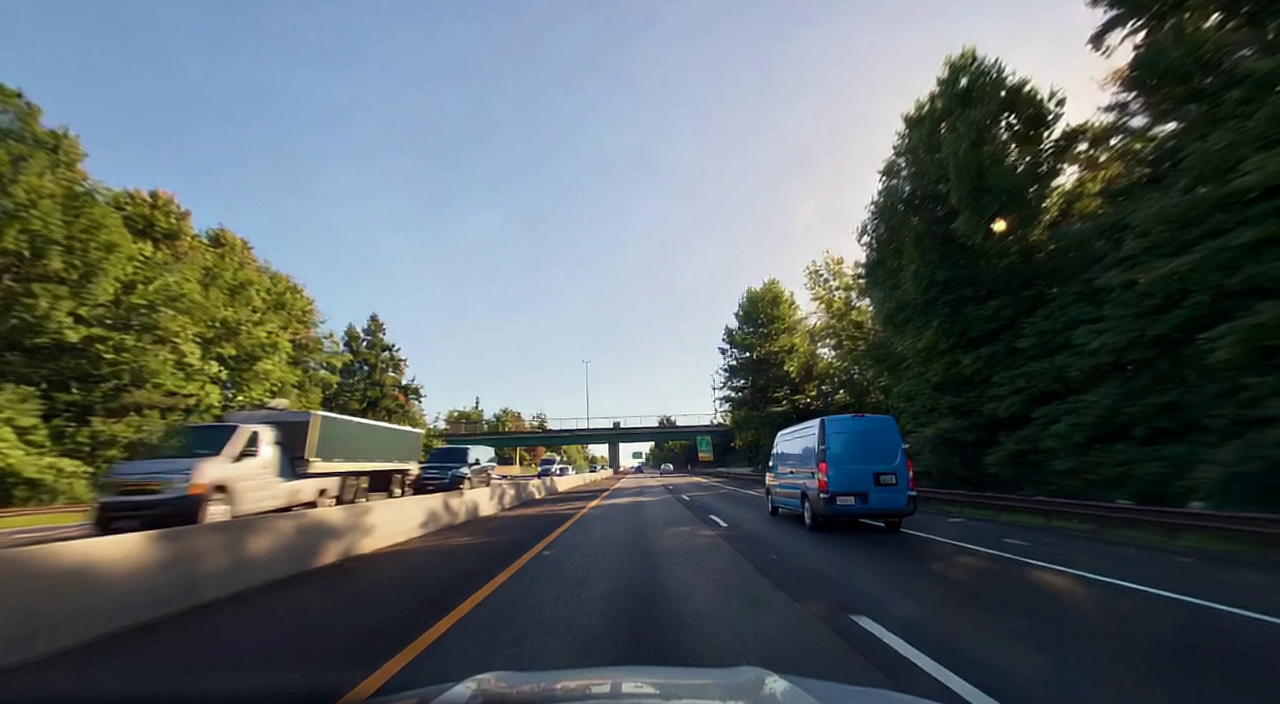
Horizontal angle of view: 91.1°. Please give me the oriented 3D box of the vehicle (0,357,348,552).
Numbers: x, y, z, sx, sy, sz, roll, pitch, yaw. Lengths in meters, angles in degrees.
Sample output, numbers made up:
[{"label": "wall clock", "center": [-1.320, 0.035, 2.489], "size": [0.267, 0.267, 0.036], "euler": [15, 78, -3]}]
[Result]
[{"label": "vehicle", "center": [-11.583, 2.807, 16.931], "size": [2.976, 3.797, 8.999], "euler": [1, -10, 0]}]

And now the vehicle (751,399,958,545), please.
[{"label": "vehicle", "center": [4.455, 2.769, 14.750], "size": [2.372, 2.581, 6.763], "euler": [1, -10, -1]}]

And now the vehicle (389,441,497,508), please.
[{"label": "vehicle", "center": [-7.373, 4.711, 24.356], "size": [2.219, 2.233, 5.797], "euler": [1, -10, 0]}]
